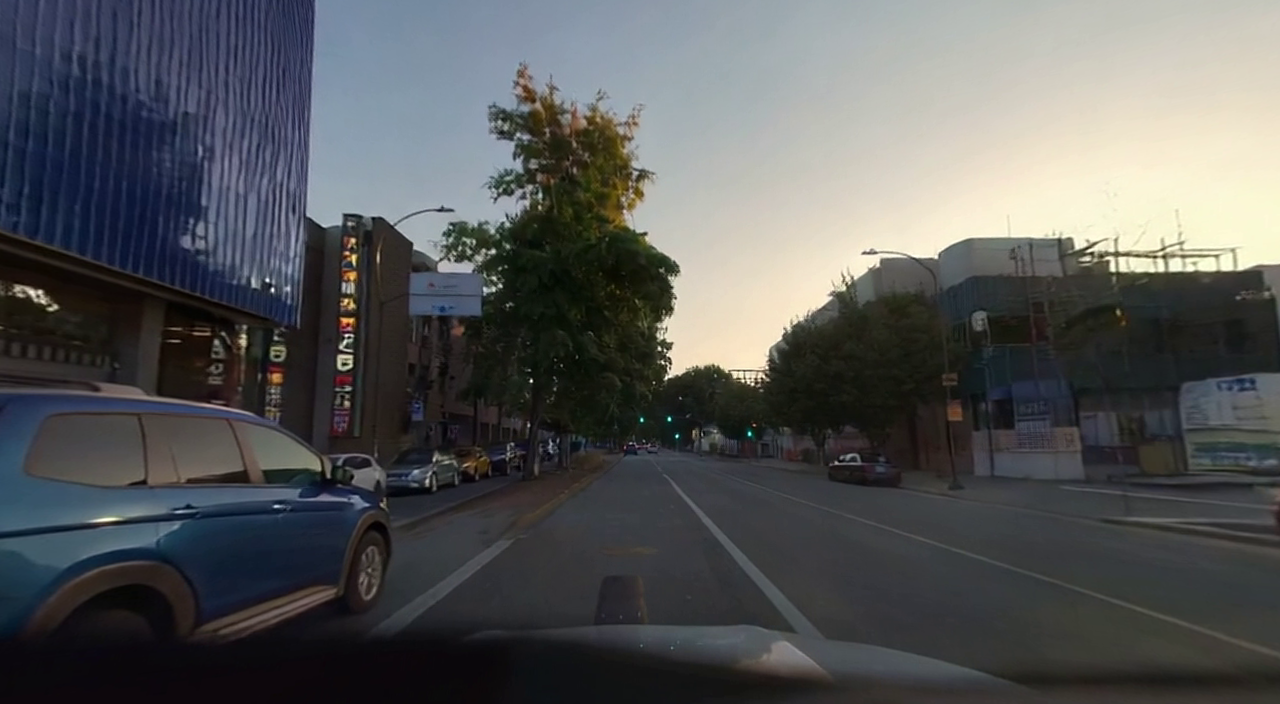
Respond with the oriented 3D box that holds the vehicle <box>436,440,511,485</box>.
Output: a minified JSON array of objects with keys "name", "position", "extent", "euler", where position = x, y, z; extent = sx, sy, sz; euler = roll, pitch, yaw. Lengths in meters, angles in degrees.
[{"name":"vehicle","position":[-6.890,4.590,26.576],"extent":[1.848,1.710,4.354],"euler":[-1,-8,2]}]

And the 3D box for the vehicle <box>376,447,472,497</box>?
[{"name":"vehicle","position":[-7.013,3.909,21.025],"extent":[1.788,1.464,4.135],"euler":[0,-8,-1]}]

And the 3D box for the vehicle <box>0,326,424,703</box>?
[{"name":"vehicle","position":[-3.122,1.075,3.936],"extent":[2.002,1.756,4.366],"euler":[0,-8,0]}]

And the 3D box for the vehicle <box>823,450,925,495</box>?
[{"name":"vehicle","position":[8.754,4.513,24.118],"extent":[1.954,1.478,4.625],"euler":[0,-8,-2]}]
